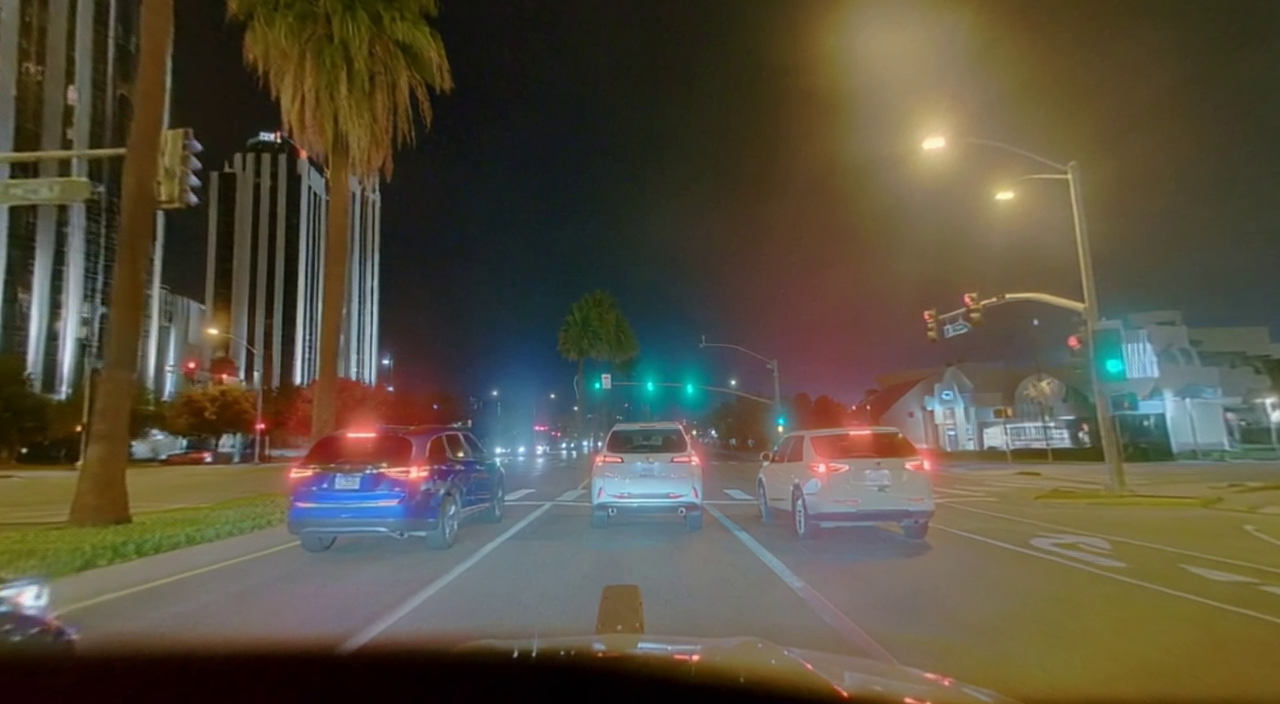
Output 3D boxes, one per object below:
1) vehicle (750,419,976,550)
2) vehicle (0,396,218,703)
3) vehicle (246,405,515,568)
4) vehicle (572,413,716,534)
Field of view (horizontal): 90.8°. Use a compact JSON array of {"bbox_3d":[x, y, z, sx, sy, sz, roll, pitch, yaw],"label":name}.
[{"bbox_3d":[3.059,1.904,9.689,1.936,1.567,3.896,0,-9,-2],"label":"vehicle"},{"bbox_3d":[-3.199,0.716,0.933,1.962,1.480,4.605,0,-9,0],"label":"vehicle"},{"bbox_3d":[-3.163,1.730,8.790,1.938,1.713,4.048,0,-9,1],"label":"vehicle"},{"bbox_3d":[0.058,2.065,11.271,2.060,1.730,4.257,0,-9,0],"label":"vehicle"}]
